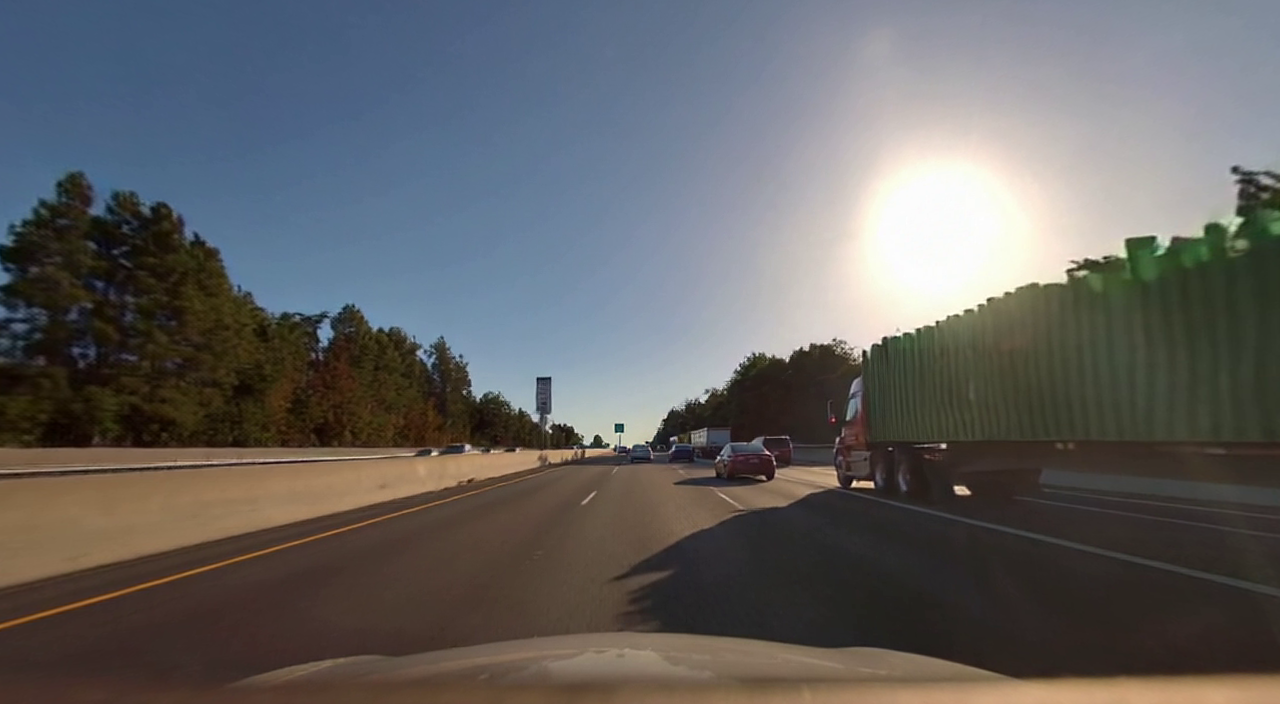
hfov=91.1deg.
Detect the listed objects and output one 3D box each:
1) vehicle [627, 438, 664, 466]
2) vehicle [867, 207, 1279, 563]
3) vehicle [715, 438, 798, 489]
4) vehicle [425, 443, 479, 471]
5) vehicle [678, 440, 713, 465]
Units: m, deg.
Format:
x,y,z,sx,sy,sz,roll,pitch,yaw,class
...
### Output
x,y,z,sx,sy,sz,roll,pitch,yaw,class
0.391,6.529,41.088,2.313,1.736,4.215,0,-8,1,vehicle
7.335,0.964,11.587,2.752,3.975,9.319,0,-8,0,vehicle
3.773,3.674,21.129,1.888,1.501,4.608,0,-8,0,vehicle
-13.193,7.372,44.409,2.200,1.857,4.748,0,-8,1,vehicle
3.906,7.113,44.641,2.084,1.668,4.511,0,-8,0,vehicle
